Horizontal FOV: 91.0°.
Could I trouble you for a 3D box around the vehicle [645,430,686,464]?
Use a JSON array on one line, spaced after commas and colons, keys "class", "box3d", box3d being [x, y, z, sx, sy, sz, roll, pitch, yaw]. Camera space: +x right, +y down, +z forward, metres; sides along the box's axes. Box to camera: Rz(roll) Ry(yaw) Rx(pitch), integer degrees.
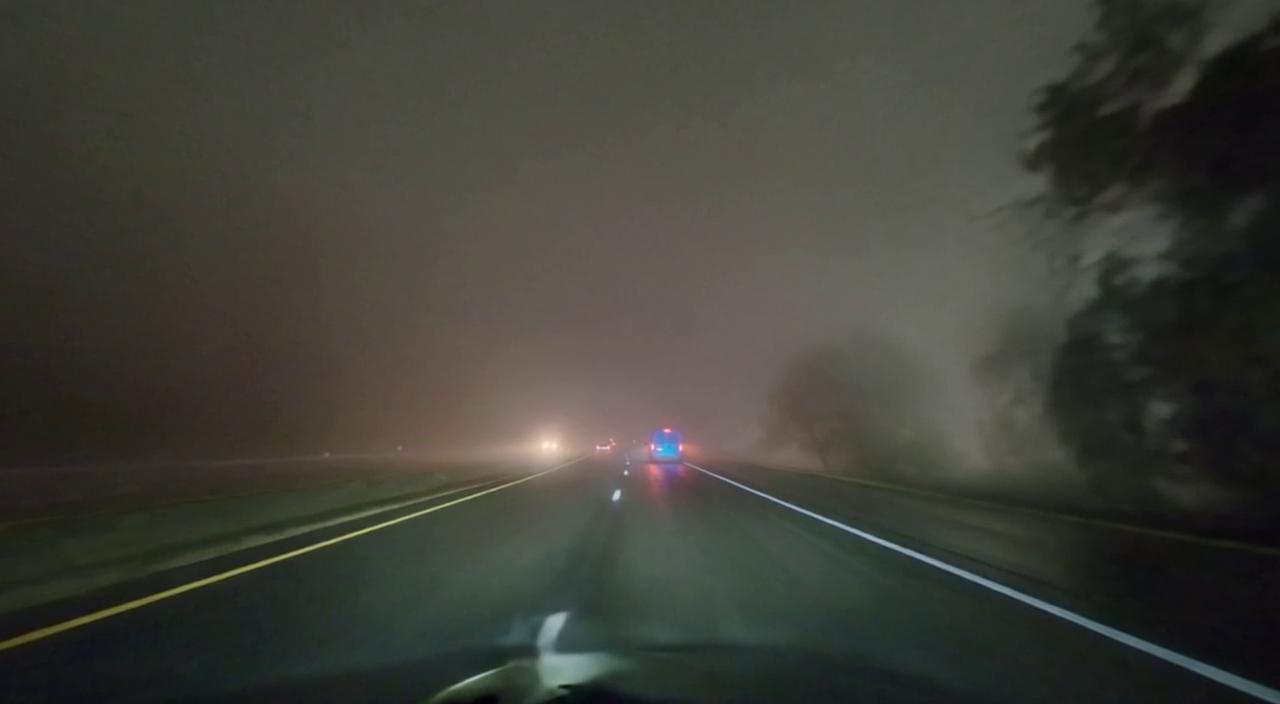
[{"class": "vehicle", "box3d": [1.592, 6.119, 40.753, 2.269, 2.048, 4.679, 0, -8, -2]}]
